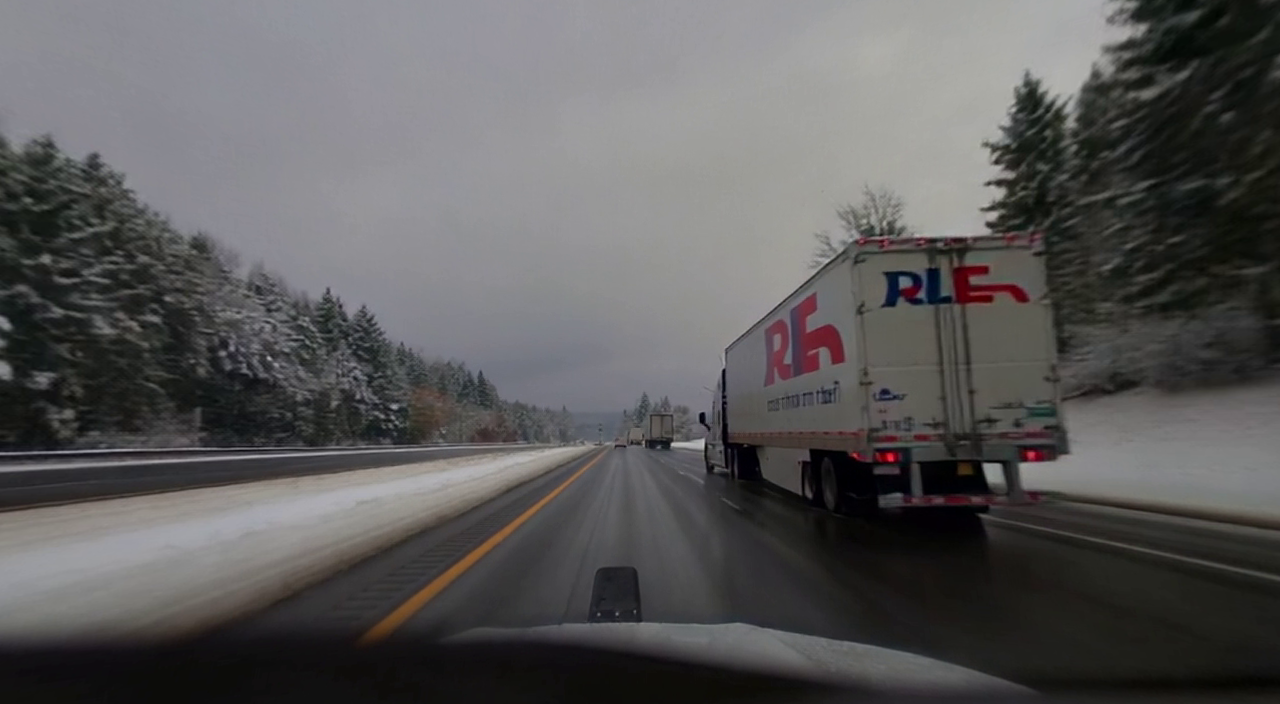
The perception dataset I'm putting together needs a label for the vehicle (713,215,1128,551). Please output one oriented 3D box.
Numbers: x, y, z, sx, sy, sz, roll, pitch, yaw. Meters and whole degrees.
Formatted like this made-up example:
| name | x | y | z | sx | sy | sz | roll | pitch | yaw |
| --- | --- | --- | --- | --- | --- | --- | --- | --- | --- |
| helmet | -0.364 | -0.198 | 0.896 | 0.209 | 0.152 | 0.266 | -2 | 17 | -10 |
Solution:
| name | x | y | z | sx | sy | sz | roll | pitch | yaw |
| --- | --- | --- | --- | --- | --- | --- | --- | --- | --- |
| vehicle | 4.124 | 1.291 | 14.650 | 2.871 | 4.072 | 14.183 | 0 | -8 | -1 |
